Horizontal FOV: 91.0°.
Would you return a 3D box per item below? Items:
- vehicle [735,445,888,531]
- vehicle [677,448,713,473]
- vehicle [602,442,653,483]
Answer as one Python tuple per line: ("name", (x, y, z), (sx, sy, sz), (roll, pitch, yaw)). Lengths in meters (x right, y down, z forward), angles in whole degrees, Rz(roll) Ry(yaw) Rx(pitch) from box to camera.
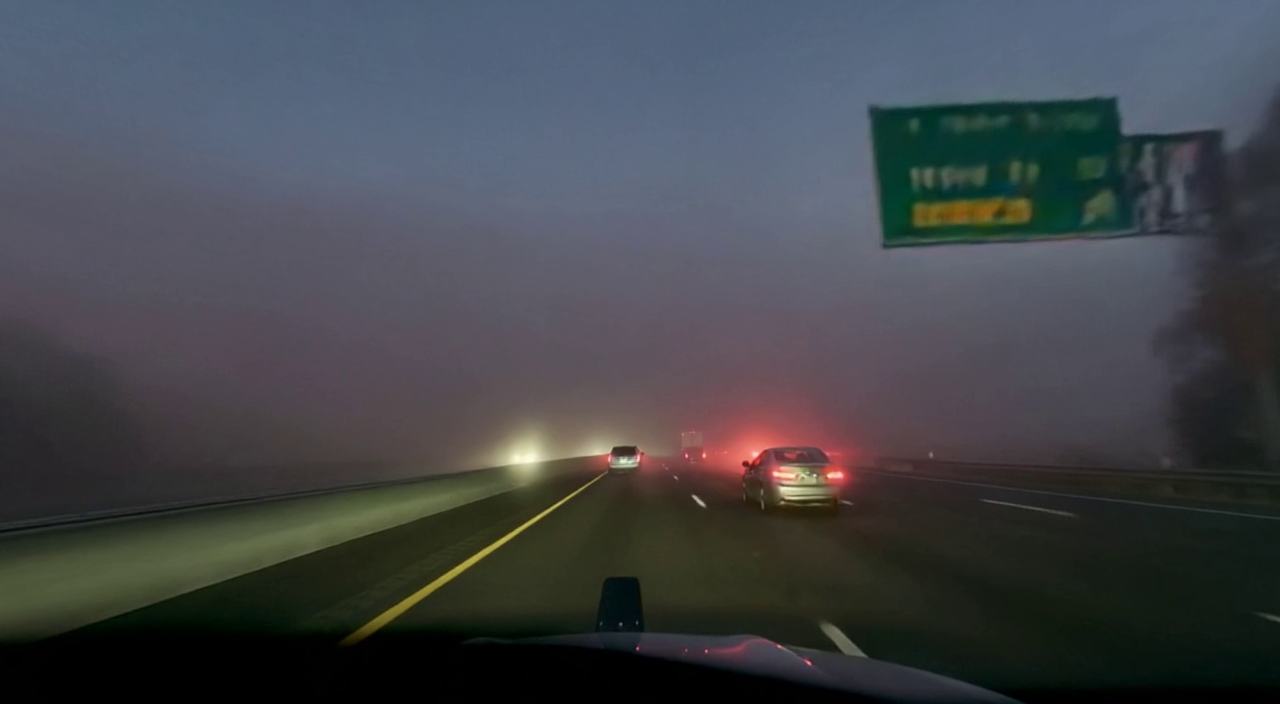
("vehicle", (3.288, 2.690, 13.021), (2.004, 1.471, 4.032), (0, -9, 0))
("vehicle", (3.613, 7.233, 42.171), (2.047, 1.540, 4.294), (0, -9, 0))
("vehicle", (-0.506, 5.011, 28.896), (2.142, 1.724, 4.344), (0, -9, 0))
